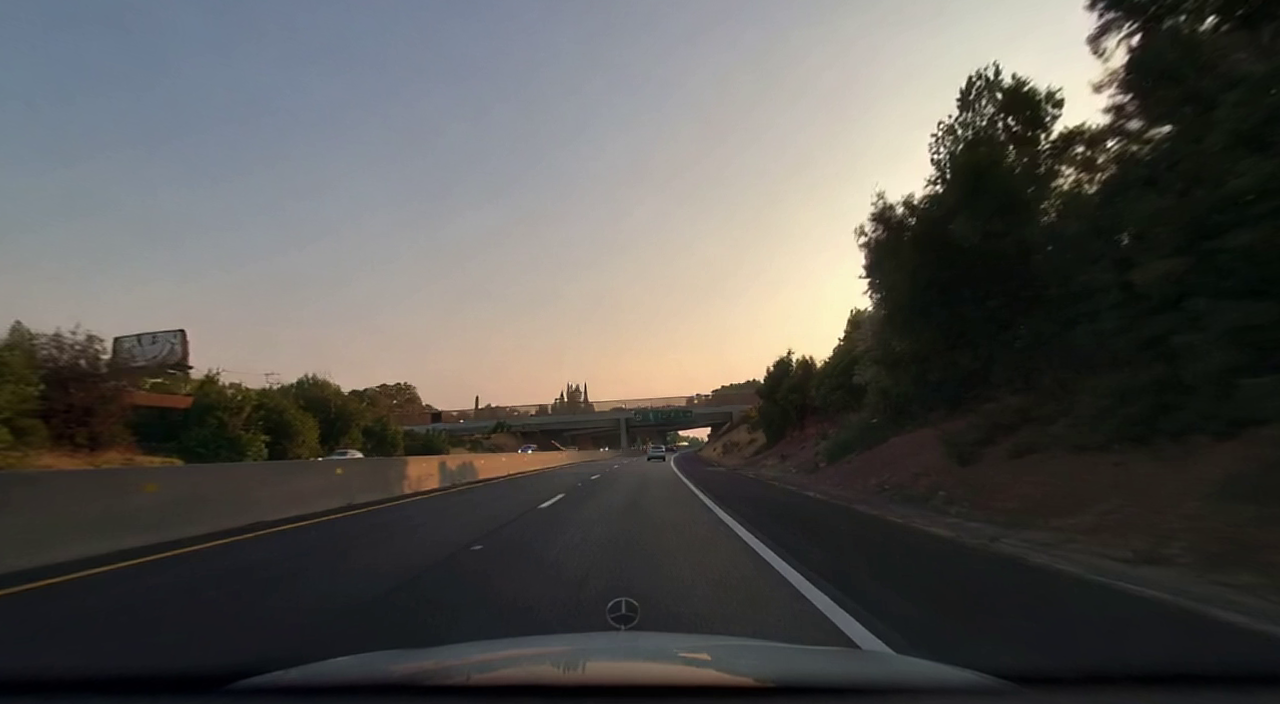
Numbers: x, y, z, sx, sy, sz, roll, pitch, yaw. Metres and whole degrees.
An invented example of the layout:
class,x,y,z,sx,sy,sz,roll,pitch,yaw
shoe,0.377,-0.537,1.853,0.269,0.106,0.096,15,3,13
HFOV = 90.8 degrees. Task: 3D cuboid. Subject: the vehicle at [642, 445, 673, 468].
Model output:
class,x,y,z,sx,sy,sz,roll,pitch,yaw
vehicle,1.314,7.730,46.949,2.221,1.603,4.149,0,-9,2
